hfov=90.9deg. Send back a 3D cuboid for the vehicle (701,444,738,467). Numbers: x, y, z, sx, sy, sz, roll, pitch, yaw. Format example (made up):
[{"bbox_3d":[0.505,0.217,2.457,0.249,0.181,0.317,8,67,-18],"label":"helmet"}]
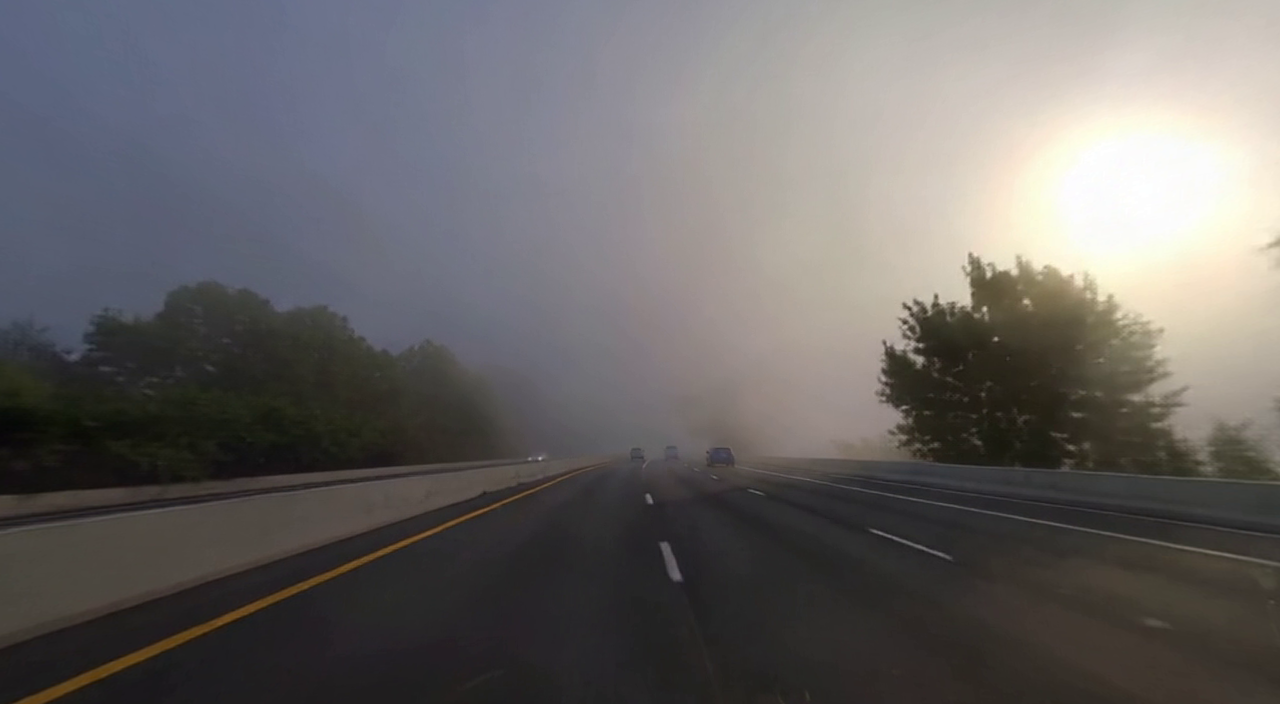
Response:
[{"bbox_3d":[5.735,7.554,45.877,2.175,1.574,3.943,0,-9,-1],"label":"vehicle"}]
